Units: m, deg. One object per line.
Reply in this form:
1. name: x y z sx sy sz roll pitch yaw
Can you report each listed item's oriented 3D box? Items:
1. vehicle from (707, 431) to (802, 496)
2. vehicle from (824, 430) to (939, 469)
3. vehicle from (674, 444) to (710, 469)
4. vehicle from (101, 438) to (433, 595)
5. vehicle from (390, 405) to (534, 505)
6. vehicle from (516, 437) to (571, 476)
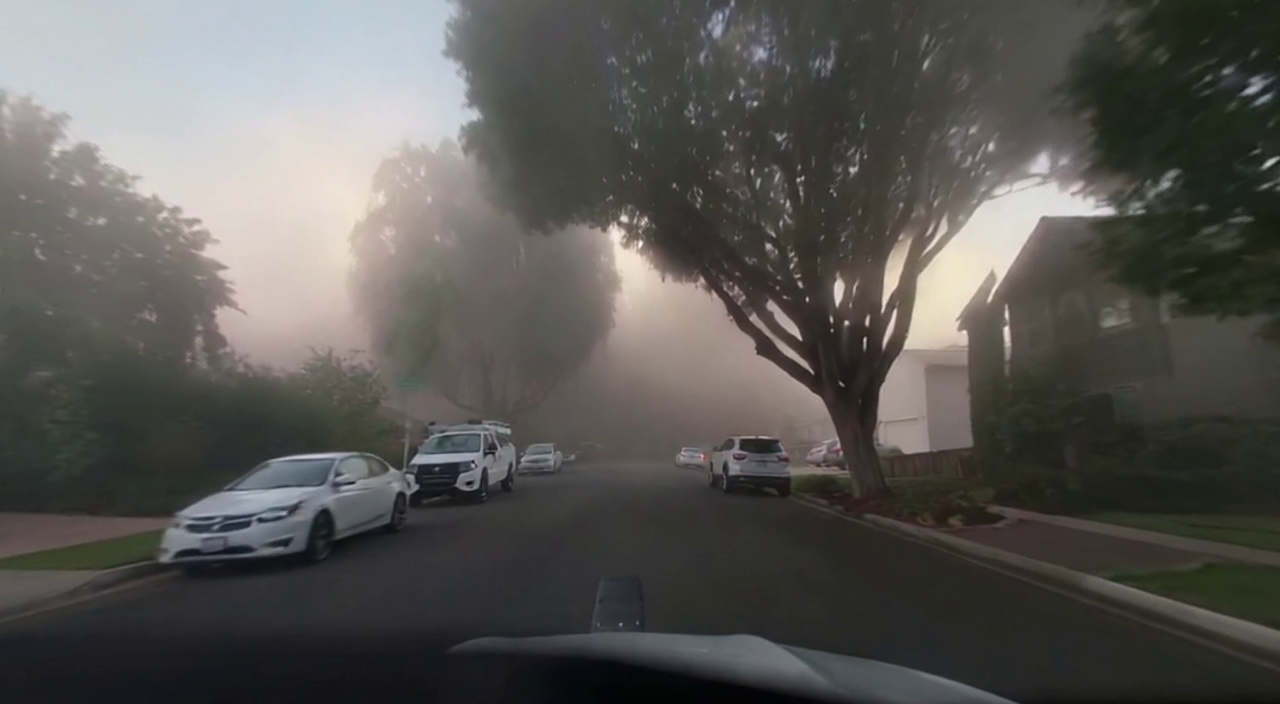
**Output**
1. vehicle: 3.431 3.448 19.852 2.082 1.790 4.330 1 -9 -1
2. vehicle: 12.232 4.985 32.237 5.043 1.865 2.026 1 -9 -1
3. vehicle: 3.348 6.756 41.099 1.945 1.495 3.983 1 -9 -1
4. vehicle: -4.505 1.965 8.693 2.031 1.479 4.497 -1 -7 -3
5. vehicle: -4.961 2.977 18.967 2.476 2.434 6.543 0 -7 -1
6. vehicle: -4.981 5.431 33.248 2.140 1.815 4.926 0 -7 -1
